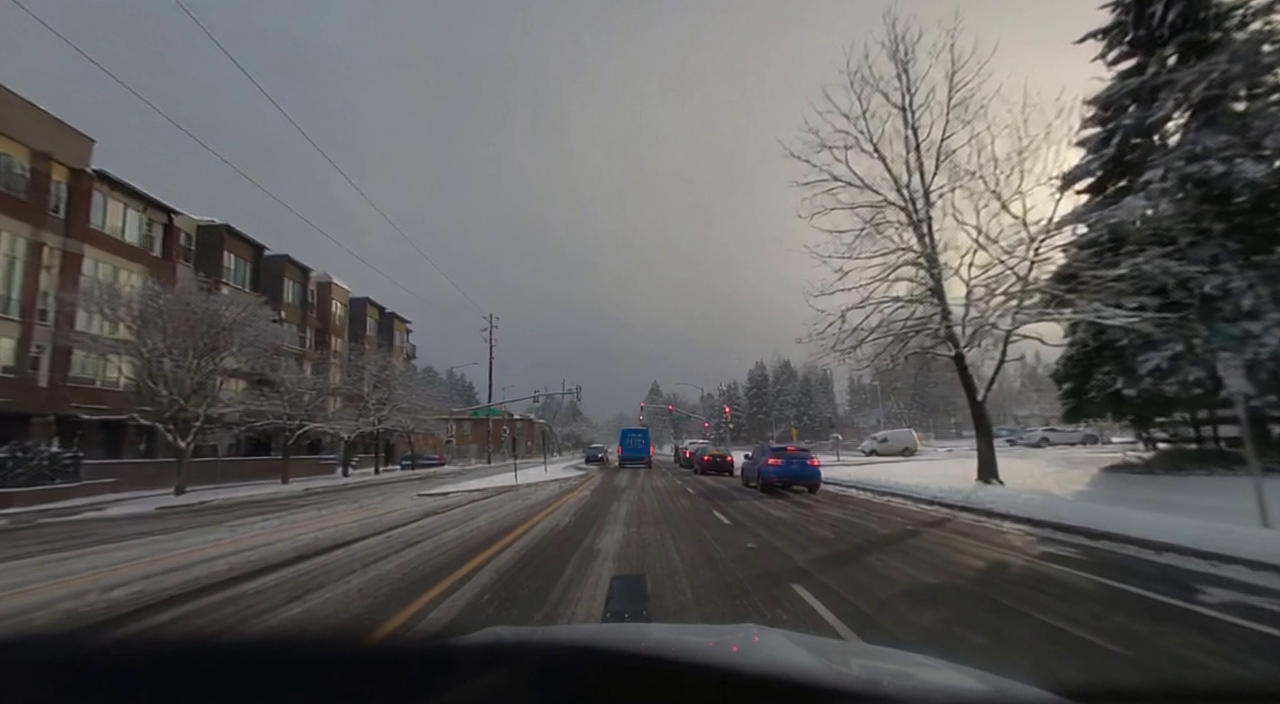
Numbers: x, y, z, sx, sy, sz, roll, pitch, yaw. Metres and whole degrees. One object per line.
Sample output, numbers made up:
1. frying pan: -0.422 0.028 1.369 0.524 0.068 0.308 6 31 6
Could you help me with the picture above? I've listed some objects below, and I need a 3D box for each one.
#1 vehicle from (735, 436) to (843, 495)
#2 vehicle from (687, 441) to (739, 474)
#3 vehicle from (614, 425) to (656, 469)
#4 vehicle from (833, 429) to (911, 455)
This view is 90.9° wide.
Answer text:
1. vehicle: 4.192 3.289 18.628 1.967 1.506 4.968 0 -9 0
2. vehicle: 3.497 5.132 30.889 1.951 1.483 4.582 0 -9 -1
3. vehicle: -0.308 5.908 39.189 2.422 2.488 4.992 0 -9 0
4. vehicle: 16.668 6.511 45.405 4.842 1.792 1.963 0 -9 0
